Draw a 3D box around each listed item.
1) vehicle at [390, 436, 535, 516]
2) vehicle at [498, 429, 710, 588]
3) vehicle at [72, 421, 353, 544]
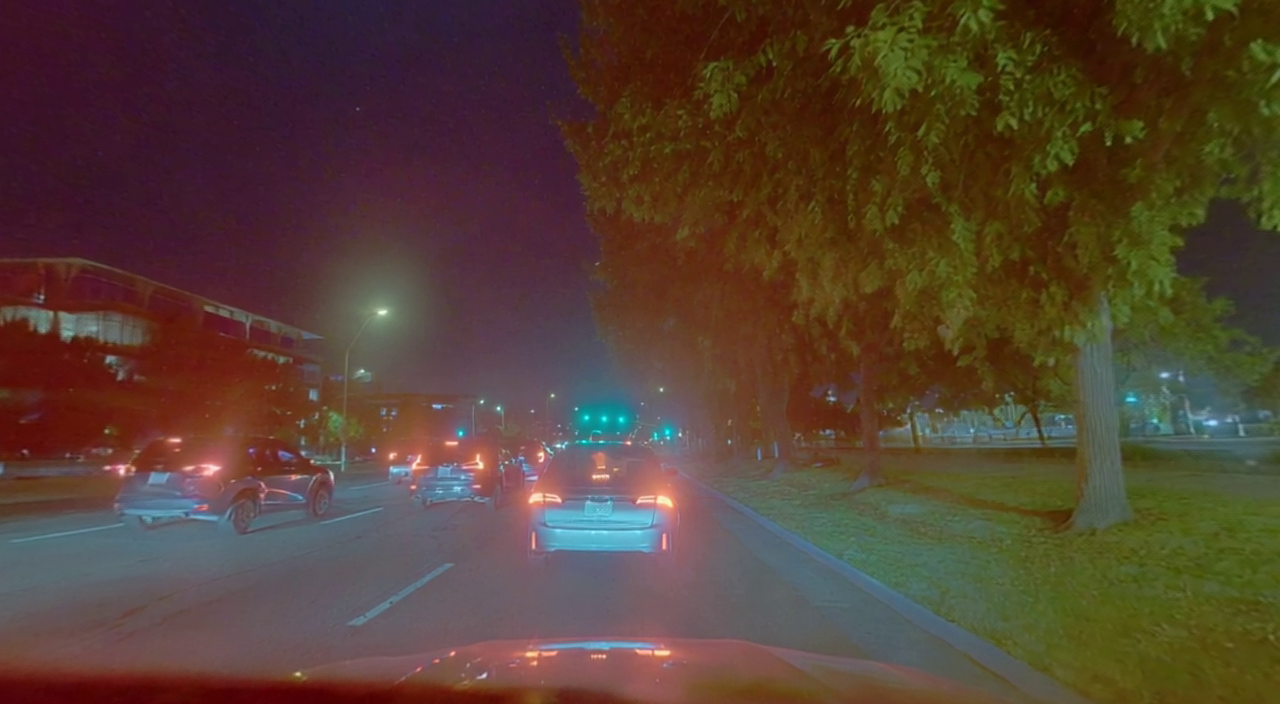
[{"bbox_3d":[-3.773,2.715,14.416,1.913,1.521,4.539,0,-9,1],"label":"vehicle"},{"bbox_3d":[-0.356,1.830,8.216,2.066,1.544,3.954,0,-8,0],"label":"vehicle"},{"bbox_3d":[-7.293,2.243,11.500,2.068,1.784,4.224,0,-9,1],"label":"vehicle"}]
